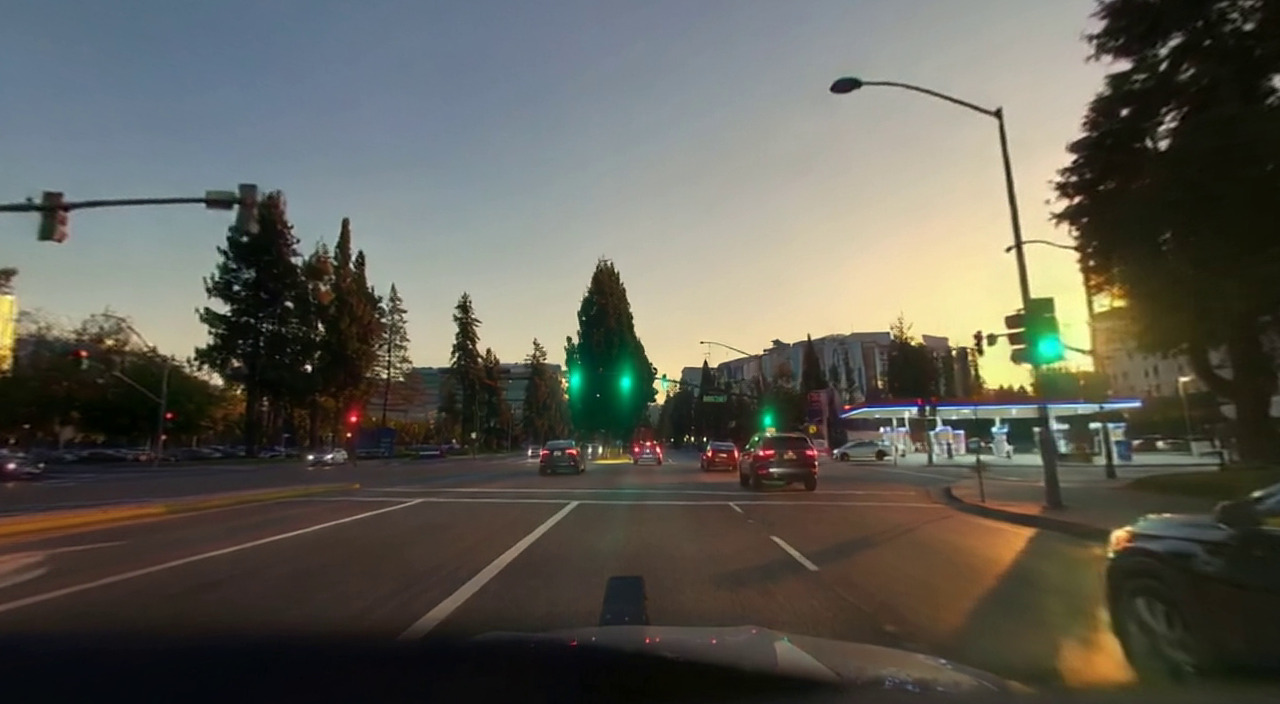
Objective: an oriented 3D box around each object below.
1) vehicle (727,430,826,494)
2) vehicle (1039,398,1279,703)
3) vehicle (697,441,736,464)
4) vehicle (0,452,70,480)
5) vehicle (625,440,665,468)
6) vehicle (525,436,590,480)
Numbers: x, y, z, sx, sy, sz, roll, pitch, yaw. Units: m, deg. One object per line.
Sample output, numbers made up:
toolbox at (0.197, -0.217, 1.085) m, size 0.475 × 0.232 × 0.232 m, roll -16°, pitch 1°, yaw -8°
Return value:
vehicle at (3.979, 3.276, 19.139) m, size 2.022 × 1.683 × 4.171 m, roll 0°, pitch -8°, yaw -1°
vehicle at (3.624, 0.803, 1.626) m, size 2.038 × 1.499 × 4.868 m, roll 0°, pitch -8°, yaw 1°
vehicle at (5.113, 6.796, 42.743) m, size 2.174 × 1.462 × 4.400 m, roll 0°, pitch -8°, yaw 1°
vehicle at (-34.211, 6.179, 34.208) m, size 4.652 × 1.453 × 1.945 m, roll 0°, pitch -8°, yaw 0°
vehicle at (0.260, 5.760, 35.953) m, size 2.104 × 1.477 × 4.591 m, roll 0°, pitch -8°, yaw 0°
vehicle at (-3.209, 4.214, 25.388) m, size 2.023 × 1.607 × 4.086 m, roll 0°, pitch -8°, yaw 1°
